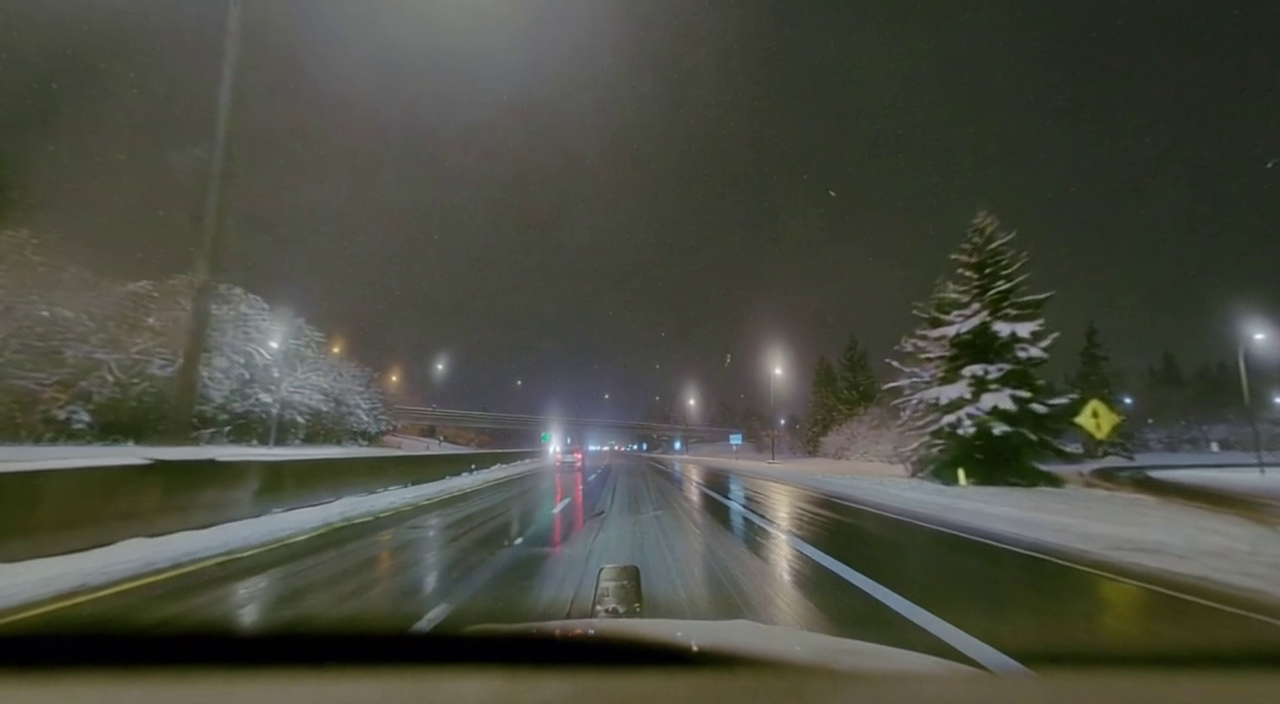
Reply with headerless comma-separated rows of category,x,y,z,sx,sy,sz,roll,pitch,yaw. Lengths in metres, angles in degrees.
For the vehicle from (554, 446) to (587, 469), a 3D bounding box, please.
vehicle,-4.918,7.519,44.833,2.008,1.521,4.129,0,-9,-1
